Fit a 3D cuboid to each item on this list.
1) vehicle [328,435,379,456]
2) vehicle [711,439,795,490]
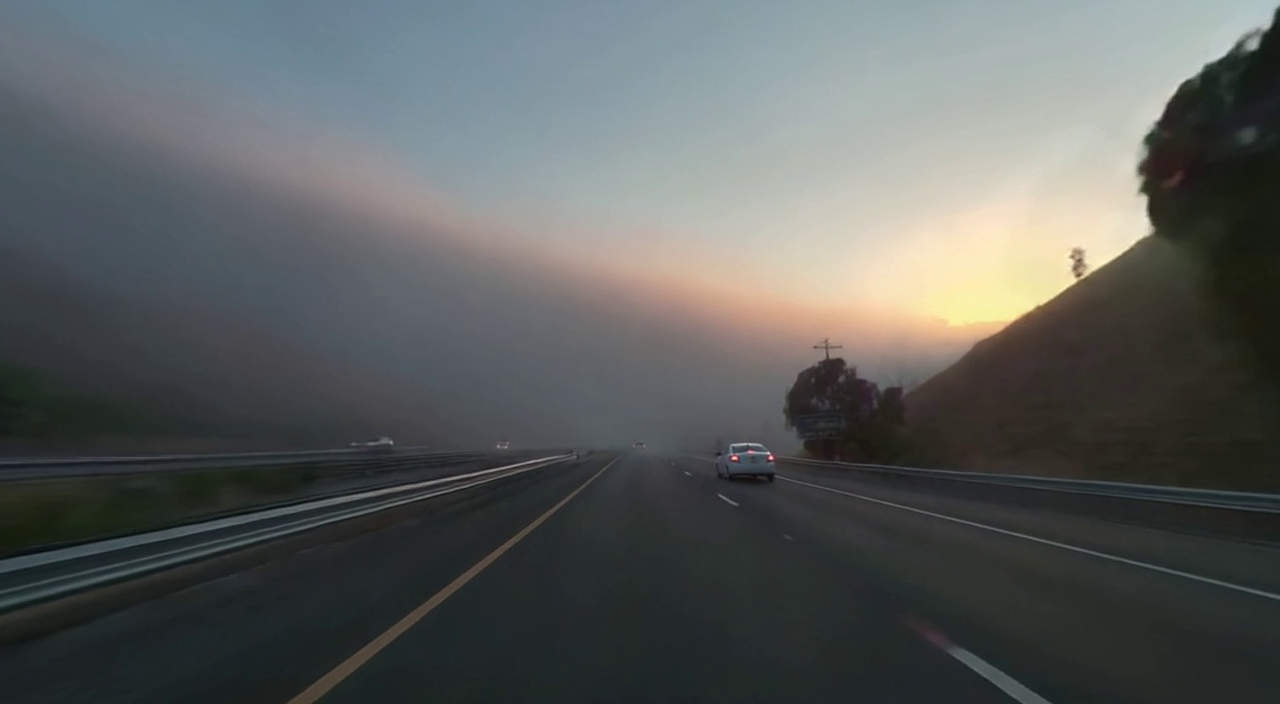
[{"bbox_3d":[-21.769,7.128,48.108,1.801,1.462,4.488,0,-8,0],"label":"vehicle"},{"bbox_3d":[3.705,3.747,21.500,1.960,1.516,4.657,0,-8,-1],"label":"vehicle"}]
